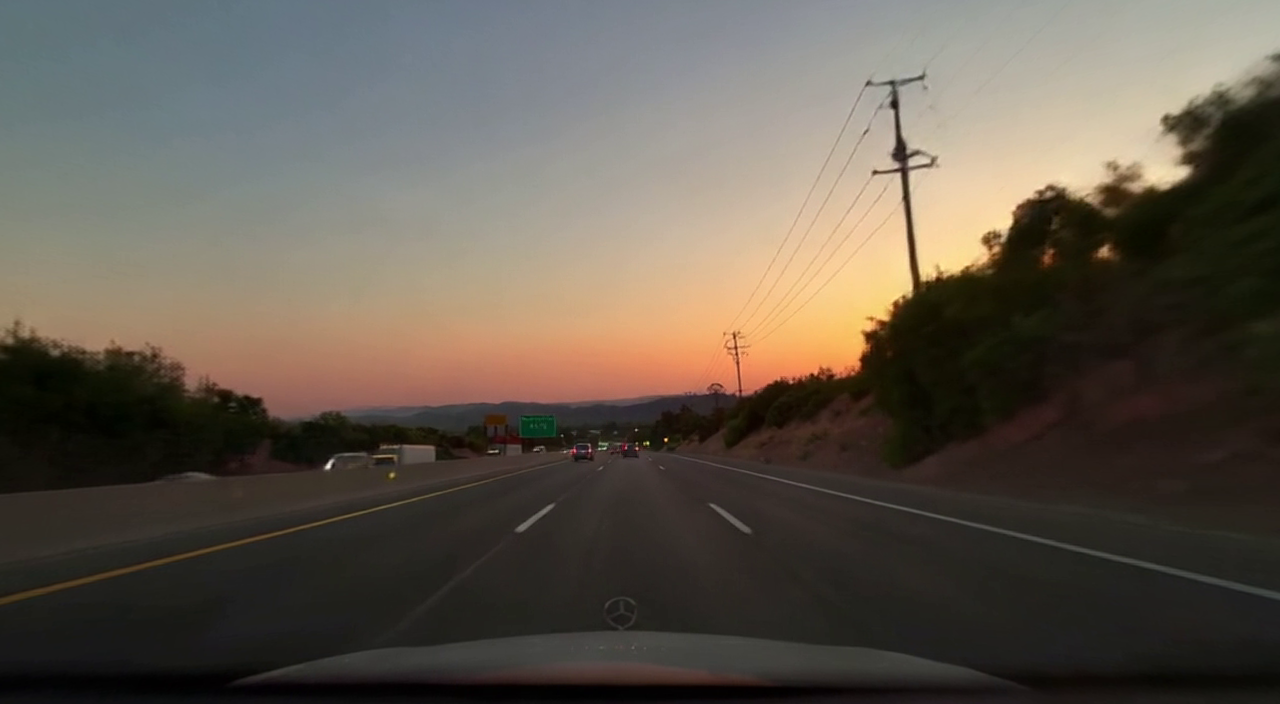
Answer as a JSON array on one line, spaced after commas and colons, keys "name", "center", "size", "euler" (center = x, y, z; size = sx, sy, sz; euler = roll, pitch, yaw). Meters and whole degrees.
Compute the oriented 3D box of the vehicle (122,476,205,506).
[{"name": "vehicle", "center": [-33.105, 9.677, 44.111], "size": [2.011, 1.695, 4.909], "euler": [0, -8, -1]}]
